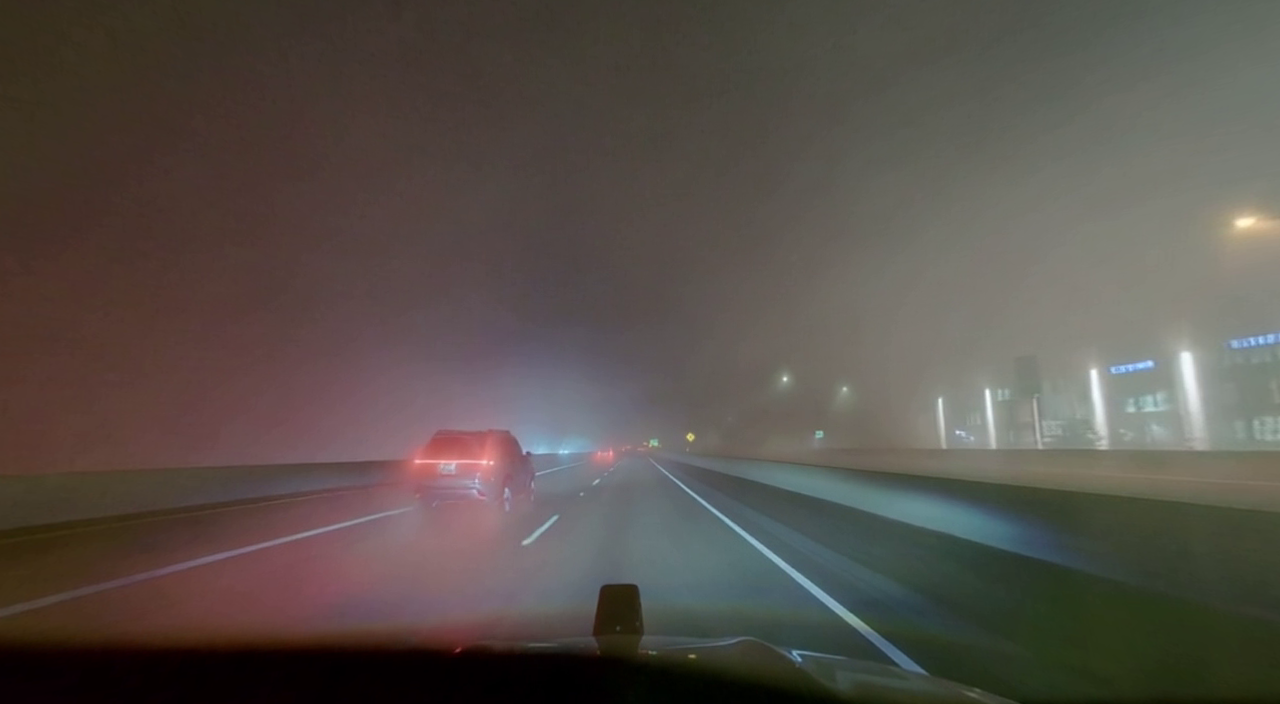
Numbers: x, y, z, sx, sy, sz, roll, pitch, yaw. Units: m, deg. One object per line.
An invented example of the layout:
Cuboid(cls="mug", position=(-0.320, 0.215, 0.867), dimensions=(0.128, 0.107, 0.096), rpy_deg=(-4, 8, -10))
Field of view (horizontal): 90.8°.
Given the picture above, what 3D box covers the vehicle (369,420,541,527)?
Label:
Cuboid(cls="vehicle", position=(-3.586, 2.467, 13.425), dimensions=(2.145, 1.828, 4.867), rpy_deg=(0, -9, 0))
